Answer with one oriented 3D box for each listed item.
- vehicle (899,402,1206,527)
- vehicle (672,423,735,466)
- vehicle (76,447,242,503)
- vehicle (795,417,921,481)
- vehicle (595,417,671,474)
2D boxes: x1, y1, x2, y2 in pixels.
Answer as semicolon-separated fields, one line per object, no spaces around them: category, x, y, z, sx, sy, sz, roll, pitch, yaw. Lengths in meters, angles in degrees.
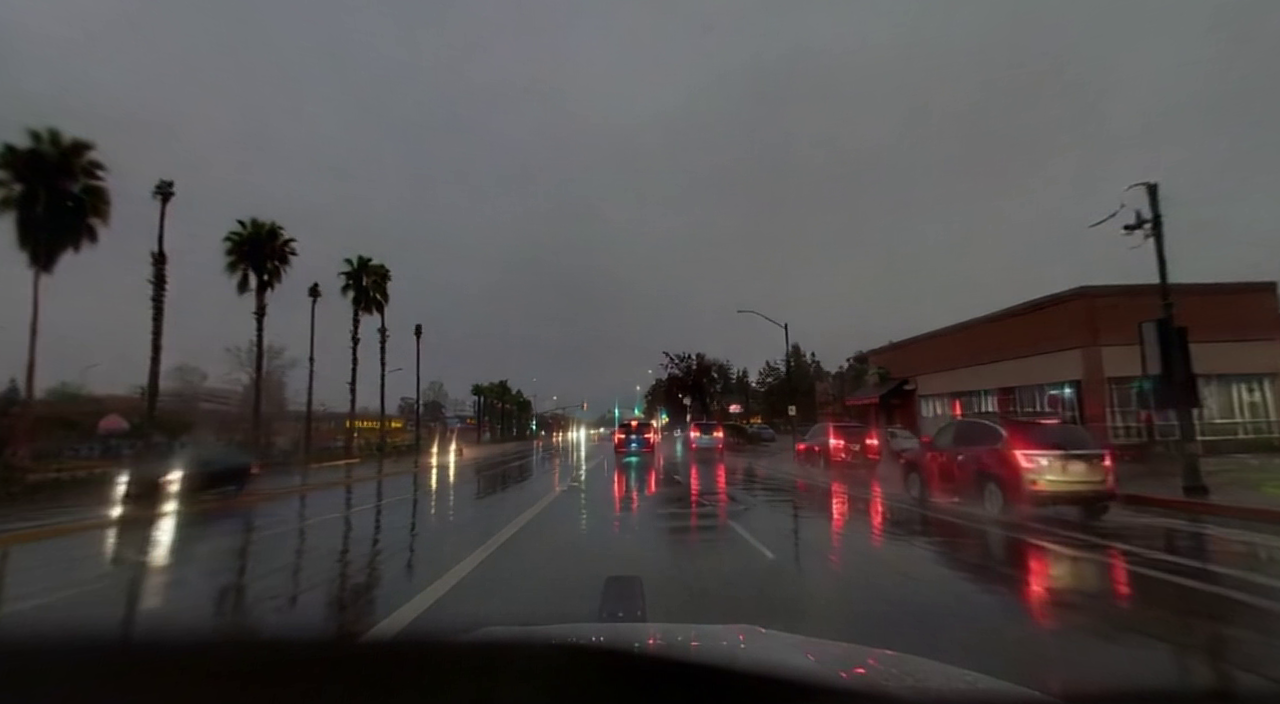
vehicle;6.510;1.849;10.834;2.100;1.675;4.536;0;-8;-1
vehicle;2.784;4.203;28.762;2.187;1.777;4.444;0;-8;-2
vehicle;-14.729;3.742;19.731;1.875;1.513;4.260;0;-8;-1
vehicle;6.417;2.946;19.305;2.001;1.692;4.800;0;-8;-2
vehicle;-0.277;3.377;22.762;2.428;1.816;4.959;0;-8;-1
